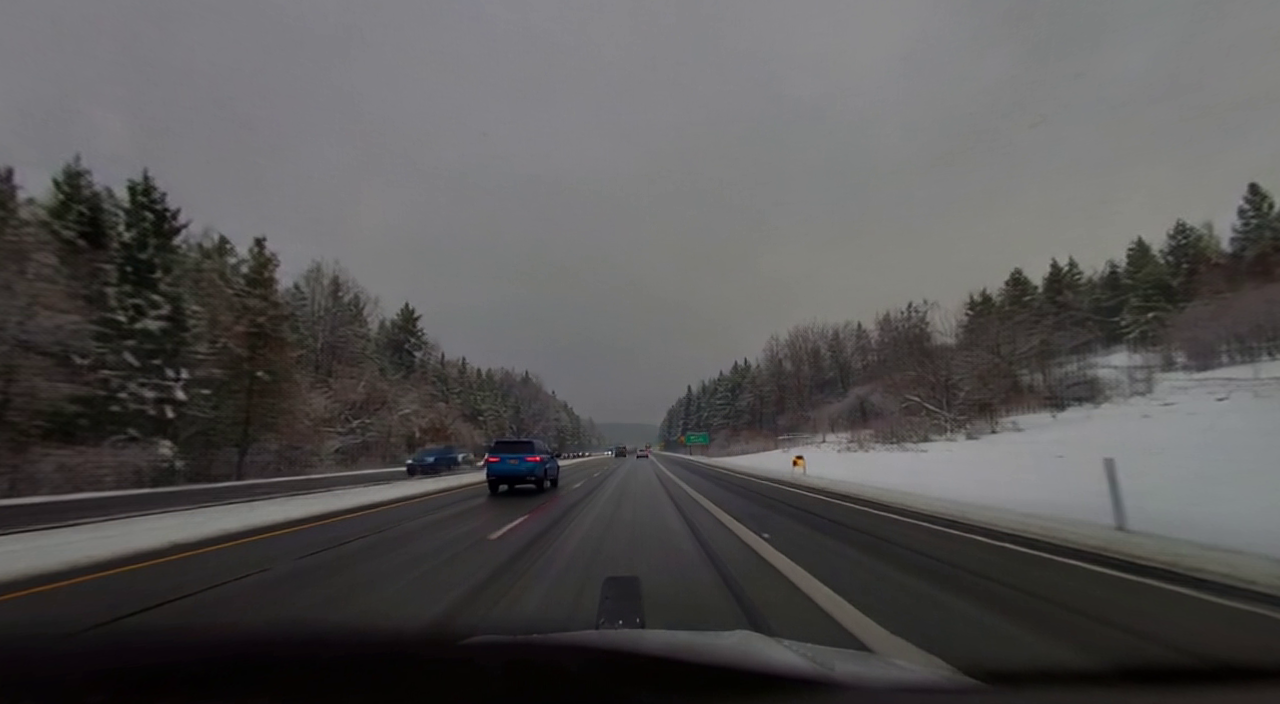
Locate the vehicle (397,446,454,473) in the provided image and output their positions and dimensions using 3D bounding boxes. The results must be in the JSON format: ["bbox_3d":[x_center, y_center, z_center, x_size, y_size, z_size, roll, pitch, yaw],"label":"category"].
[{"bbox_3d":[-12.714,6.362,37.644,1.882,1.482,4.100,0,-9,1],"label":"vehicle"}]

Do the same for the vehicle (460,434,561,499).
[{"bbox_3d":[-3.800,3.454,19.468,2.110,1.727,4.607,0,-9,1],"label":"vehicle"}]
